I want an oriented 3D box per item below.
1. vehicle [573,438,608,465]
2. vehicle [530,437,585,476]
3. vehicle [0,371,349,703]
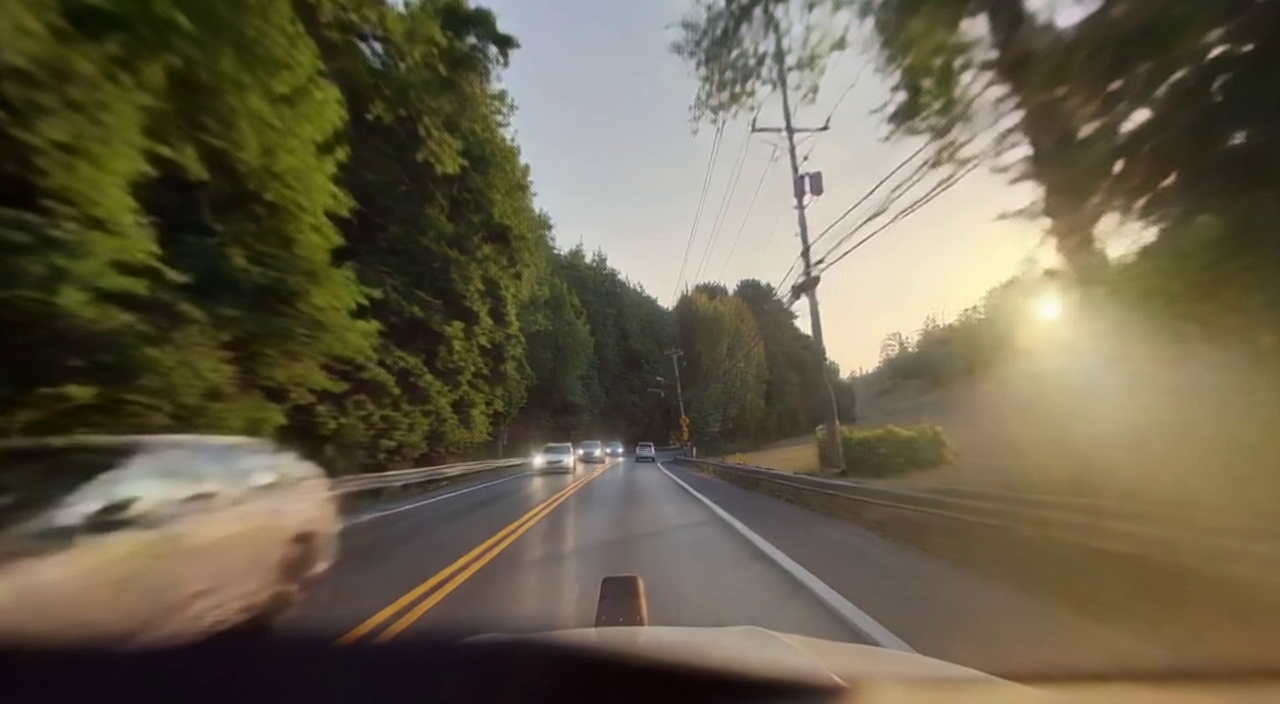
[{"bbox_3d":[-3.599,7.332,46.674,2.120,1.821,4.650,0,-9,1],"label":"vehicle"},{"bbox_3d":[-3.894,5.008,30.435,2.013,1.743,4.205,0,-9,0],"label":"vehicle"},{"bbox_3d":[-3.920,1.143,4.037,2.155,1.727,4.142,0,-9,-1],"label":"vehicle"}]
